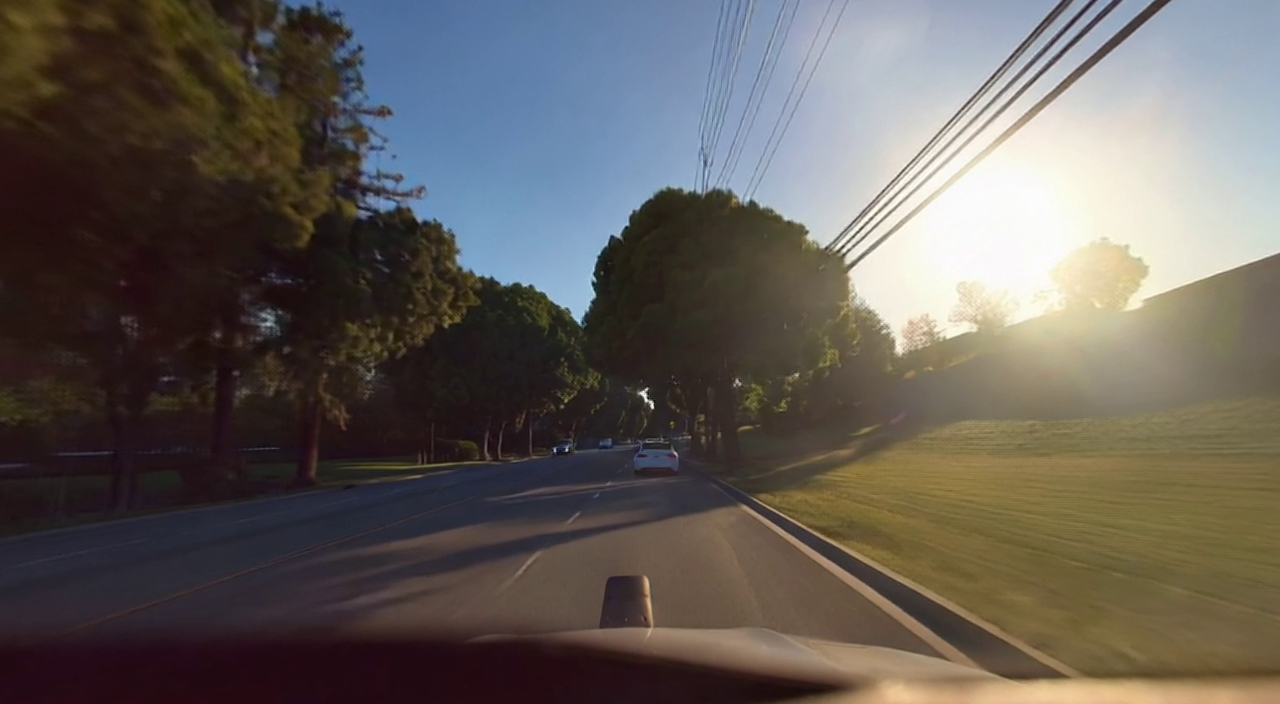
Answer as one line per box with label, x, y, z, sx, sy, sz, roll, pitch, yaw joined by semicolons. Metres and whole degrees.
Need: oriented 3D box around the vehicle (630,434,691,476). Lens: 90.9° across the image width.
vehicle;0.738;3.938;24.291;2.153;1.461;4.374;0;-8;1
